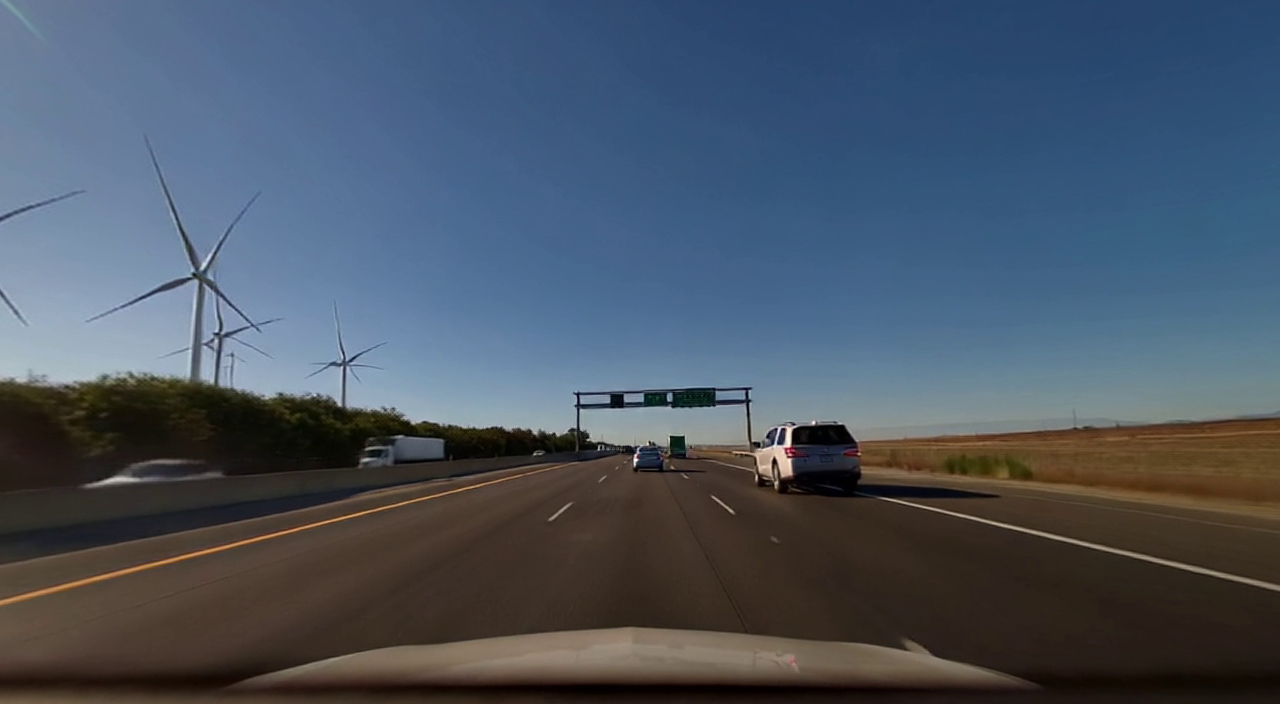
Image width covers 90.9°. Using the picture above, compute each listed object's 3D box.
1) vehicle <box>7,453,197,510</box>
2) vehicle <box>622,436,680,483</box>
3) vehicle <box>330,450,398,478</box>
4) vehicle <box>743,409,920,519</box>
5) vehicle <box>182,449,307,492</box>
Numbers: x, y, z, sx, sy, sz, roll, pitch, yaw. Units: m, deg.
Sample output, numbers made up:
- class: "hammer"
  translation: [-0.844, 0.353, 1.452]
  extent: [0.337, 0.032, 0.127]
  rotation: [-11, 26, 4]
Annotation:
- class: "vehicle"
  translation: [-15.979, 3.821, 19.112]
  extent: [1.758, 1.456, 4.483]
  rotation: [-1, -9, 1]
- class: "vehicle"
  translation: [0.364, 4.166, 24.712]
  extent: [2.083, 1.653, 3.787]
  rotation: [-1, -9, 0]
- class: "vehicle"
  translation: [-19.347, 7.849, 44.507]
  extent: [2.231, 1.736, 5.468]
  rotation: [-1, -8, 1]
- class: "vehicle"
  translation: [3.731, 2.315, 13.470]
  extent: [2.104, 1.861, 4.956]
  rotation: [-1, -9, -1]
- class: "vehicle"
  translation: [-16.043, 4.798, 25.886]
  extent: [2.420, 1.543, 4.109]
  rotation: [-1, -9, 1]
